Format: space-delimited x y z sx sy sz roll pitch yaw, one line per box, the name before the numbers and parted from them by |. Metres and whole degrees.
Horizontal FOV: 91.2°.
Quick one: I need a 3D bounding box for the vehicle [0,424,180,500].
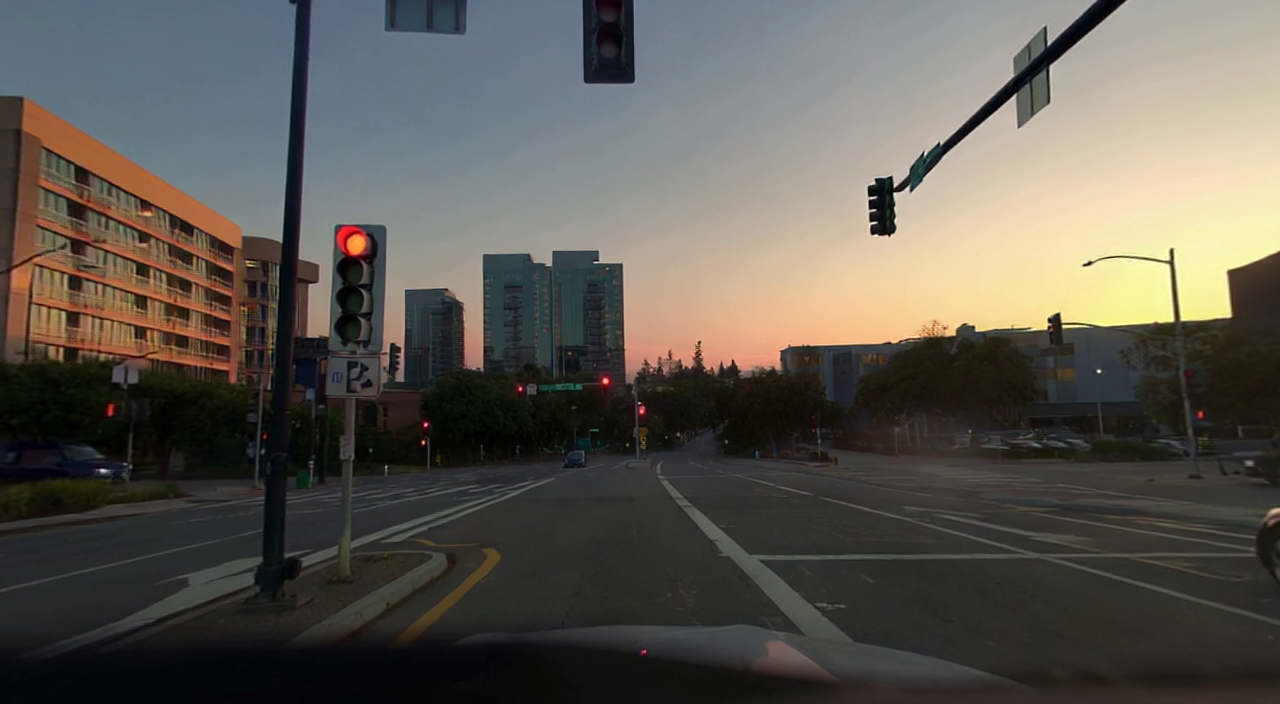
vehicle | -24.975 4.822 27.578 7.088 3.096 2.678 0 -9 -2
